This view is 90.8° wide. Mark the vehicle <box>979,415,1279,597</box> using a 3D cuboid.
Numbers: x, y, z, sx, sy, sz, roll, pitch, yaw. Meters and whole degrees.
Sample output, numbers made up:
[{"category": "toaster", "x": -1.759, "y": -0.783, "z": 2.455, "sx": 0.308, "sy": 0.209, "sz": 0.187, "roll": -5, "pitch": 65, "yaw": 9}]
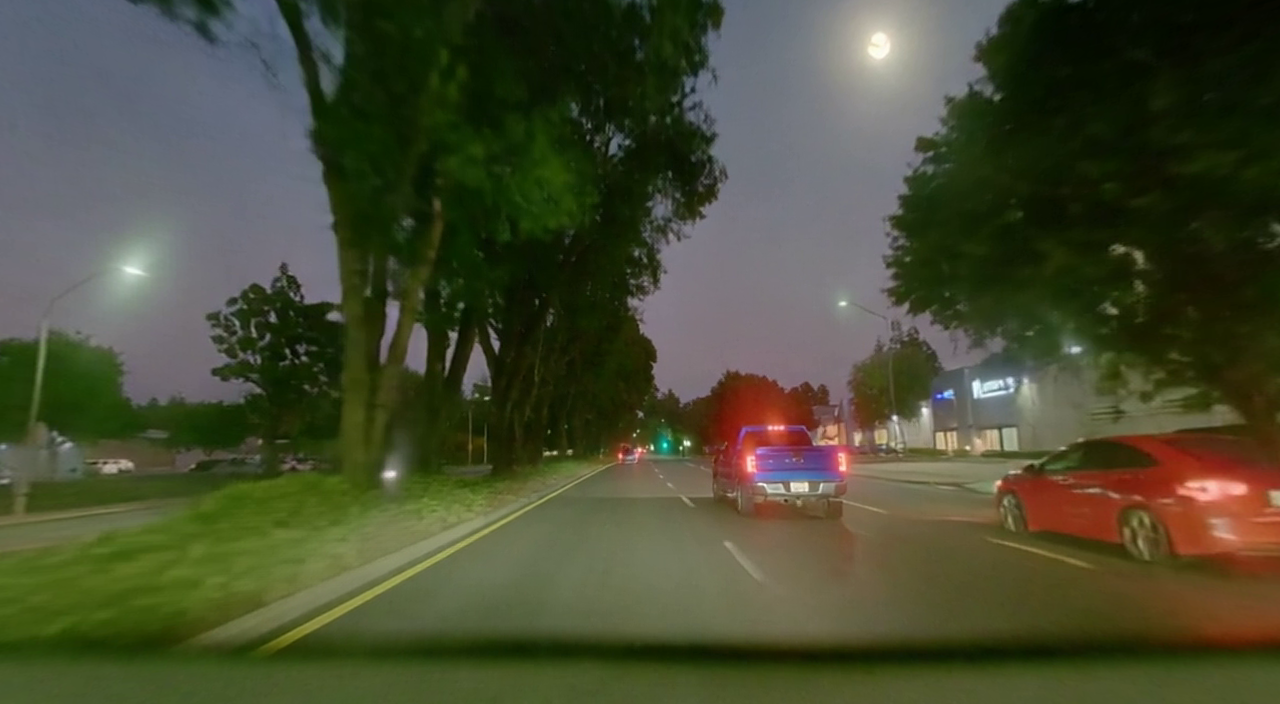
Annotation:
[{"category": "vehicle", "x": 6.394, "y": 1.689, "z": 7.817, "sx": 1.993, "sy": 1.604, "sz": 4.260, "roll": 0, "pitch": -8, "yaw": 0}]

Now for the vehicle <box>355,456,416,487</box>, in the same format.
[{"category": "vehicle", "x": -14.006, "y": 6.586, "z": 35.031, "sx": 1.835, "sy": 1.487, "sz": 4.201, "roll": 0, "pitch": -8, "yaw": -3}]

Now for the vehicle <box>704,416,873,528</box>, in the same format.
[{"category": "vehicle", "x": 2.718, "y": 2.364, "z": 13.080, "sx": 2.138, "sy": 1.836, "sz": 5.245, "roll": 0, "pitch": -8, "yaw": -1}]

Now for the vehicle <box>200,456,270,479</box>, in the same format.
[{"category": "vehicle", "x": -30.020, "y": 8.581, "z": 46.861, "sx": 3.749, "sy": 1.600, "sz": 2.011, "roll": 0, "pitch": -8, "yaw": -2}]

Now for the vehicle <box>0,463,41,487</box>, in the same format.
[{"category": "vehicle", "x": -41.998, "y": 8.046, "z": 41.442, "sx": 3.565, "sy": 1.451, "sz": 1.715, "roll": 0, "pitch": -9, "yaw": 0}]
